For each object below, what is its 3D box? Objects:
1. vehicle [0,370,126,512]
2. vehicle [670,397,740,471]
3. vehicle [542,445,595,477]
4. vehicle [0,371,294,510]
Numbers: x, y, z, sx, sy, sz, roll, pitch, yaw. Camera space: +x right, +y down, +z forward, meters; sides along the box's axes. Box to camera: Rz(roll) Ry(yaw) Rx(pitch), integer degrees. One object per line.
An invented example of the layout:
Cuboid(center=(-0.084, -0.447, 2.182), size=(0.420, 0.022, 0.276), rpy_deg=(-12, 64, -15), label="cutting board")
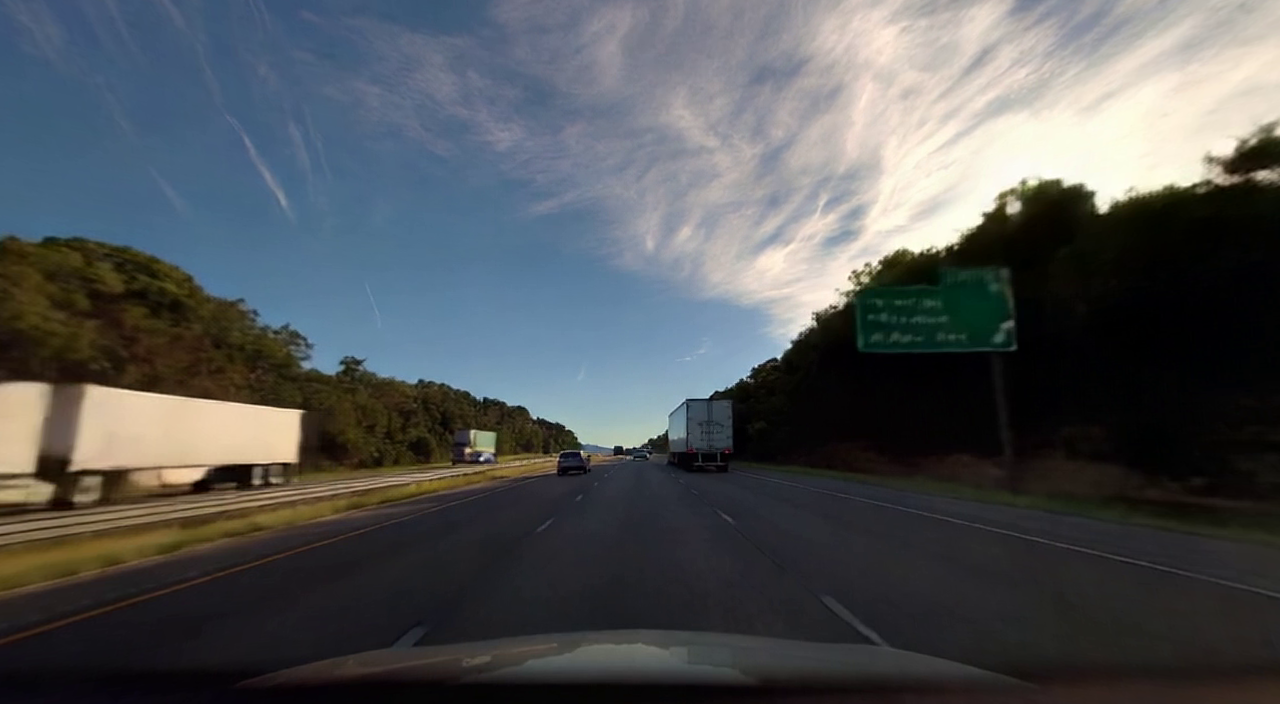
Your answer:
Cuboid(center=(-19.149, 2.627, 18.442), size=(2.990, 3.854, 5.965), rpy_deg=(0, -9, -1), label="vehicle")
Cuboid(center=(3.952, 5.669, 42.179), size=(2.974, 4.083, 14.389), rpy_deg=(0, -9, -1), label="vehicle")
Cuboid(center=(-3.488, 5.437, 31.627), size=(2.121, 1.445, 4.651), rpy_deg=(0, -9, -1), label="vehicle")
Cuboid(center=(-19.197, 3.607, 24.970), size=(2.884, 3.905, 14.603), rpy_deg=(0, -9, -1), label="vehicle")
